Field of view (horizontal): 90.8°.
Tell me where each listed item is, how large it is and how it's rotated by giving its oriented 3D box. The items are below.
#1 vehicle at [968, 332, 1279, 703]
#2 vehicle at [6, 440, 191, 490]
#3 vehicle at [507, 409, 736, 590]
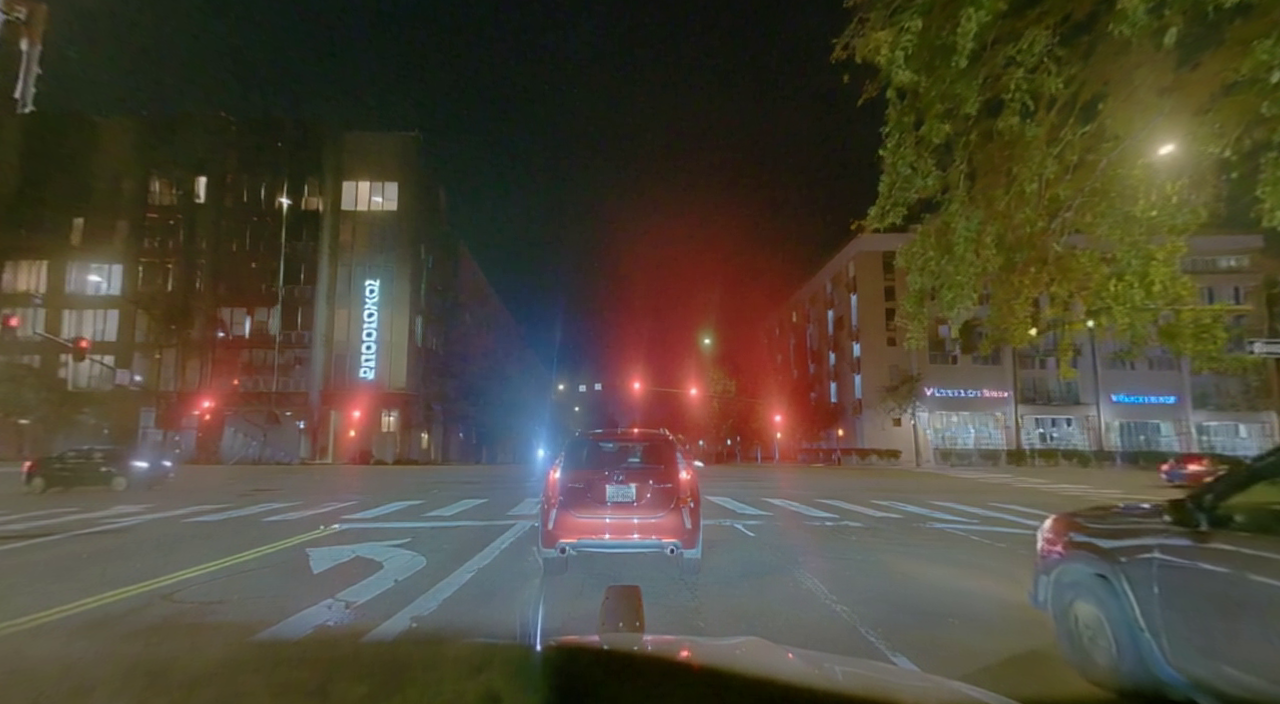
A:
[{"bbox_3d":[3.420,0.821,2.229,1.995,1.787,4.810,1,-8,1],"label":"vehicle"},{"bbox_3d":[-18.783,3.918,22.090,4.544,1.639,2.048,0,-8,1],"label":"vehicle"},{"bbox_3d":[-0.199,1.627,7.753,2.066,1.618,3.922,0,-8,-1],"label":"vehicle"}]
